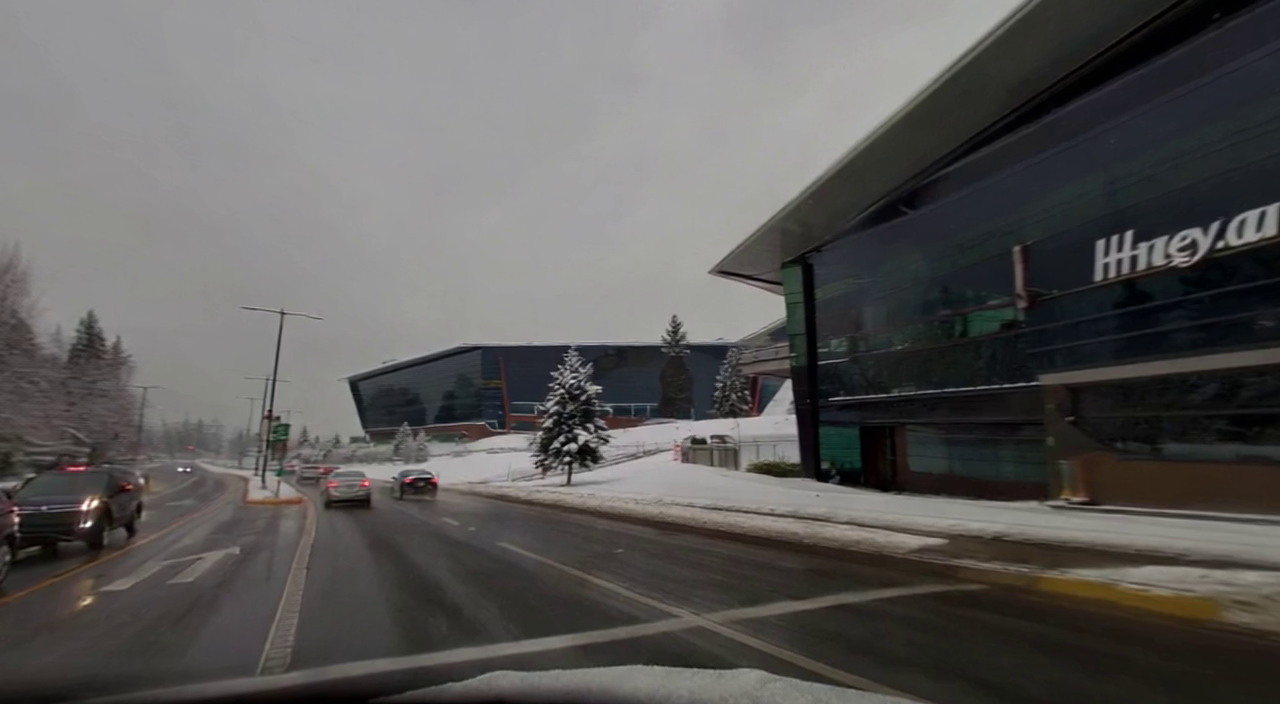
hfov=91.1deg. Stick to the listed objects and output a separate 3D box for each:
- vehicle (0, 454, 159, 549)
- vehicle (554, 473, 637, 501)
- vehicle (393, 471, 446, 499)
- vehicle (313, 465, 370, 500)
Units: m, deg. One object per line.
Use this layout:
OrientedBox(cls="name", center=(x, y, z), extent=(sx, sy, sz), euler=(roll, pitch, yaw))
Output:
OrientedBox(cls="vehicle", center=(-12.367, 3.149, 13.806), extent=(2.011, 1.701, 4.519), euler=(6, -12, -28))
OrientedBox(cls="vehicle", center=(-2.487, 7.532, 35.220), extent=(4.302, 1.456, 1.832), euler=(5, -11, -22))
OrientedBox(cls="vehicle", center=(-10.543, 6.315, 29.909), extent=(1.775, 1.186, 2.933), euler=(7, -12, -30))
OrientedBox(cls="vehicle", center=(-14.021, 6.043, 29.365), extent=(2.005, 1.498, 3.643), euler=(6, -12, -29))
